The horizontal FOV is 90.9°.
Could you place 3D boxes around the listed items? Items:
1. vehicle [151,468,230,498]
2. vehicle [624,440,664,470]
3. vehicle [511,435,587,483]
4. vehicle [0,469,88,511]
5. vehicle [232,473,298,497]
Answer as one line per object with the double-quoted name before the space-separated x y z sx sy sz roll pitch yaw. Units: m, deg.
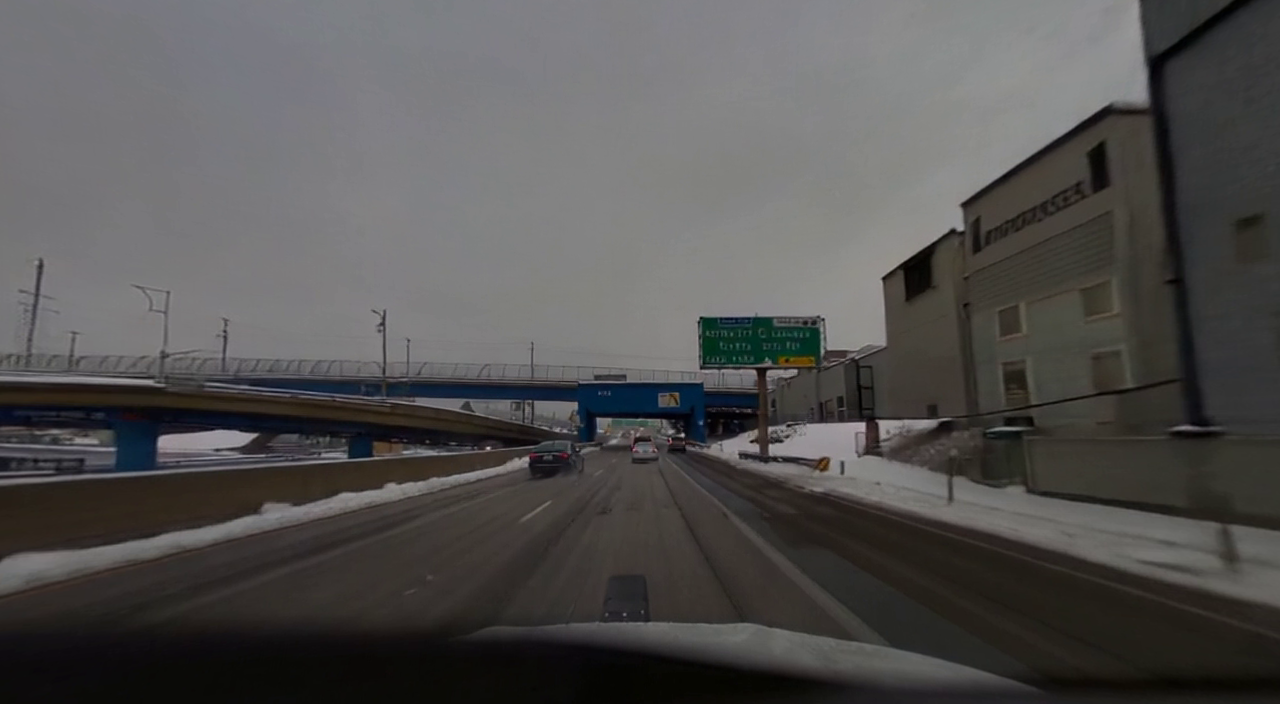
"vehicle" -31.592 9.221 44.527 2.002 1.782 4.776 0 -8 1
"vehicle" 0.187 5.063 31.126 1.877 1.386 3.872 0 -8 0
"vehicle" -3.249 3.923 23.392 2.064 1.589 4.213 0 -8 2
"vehicle" -35.458 7.802 35.860 2.649 1.971 5.971 0 -8 1
"vehicle" -28.252 9.995 47.678 2.125 1.513 4.588 0 -8 1
